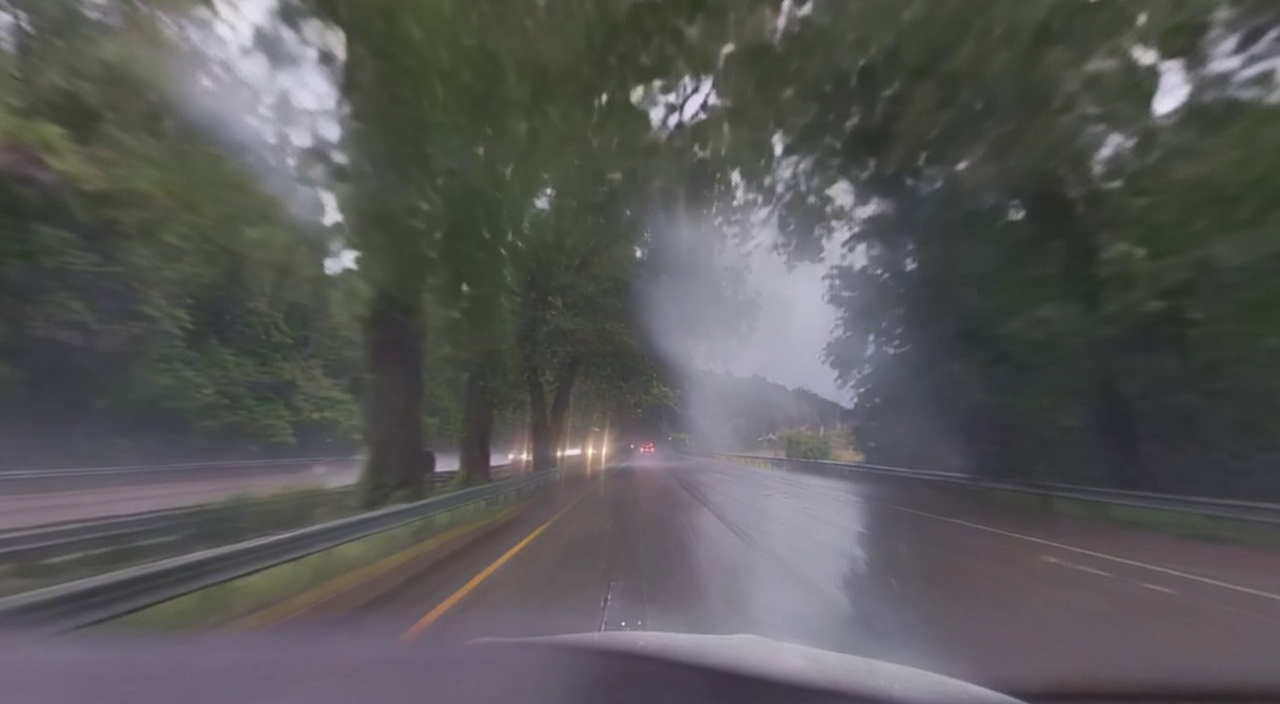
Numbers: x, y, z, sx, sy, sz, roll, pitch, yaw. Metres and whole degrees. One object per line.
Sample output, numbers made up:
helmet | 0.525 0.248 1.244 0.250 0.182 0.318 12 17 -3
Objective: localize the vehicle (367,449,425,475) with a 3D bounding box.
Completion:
vehicle | -15.212 6.873 39.507 1.922 1.539 4.090 0 -9 1
